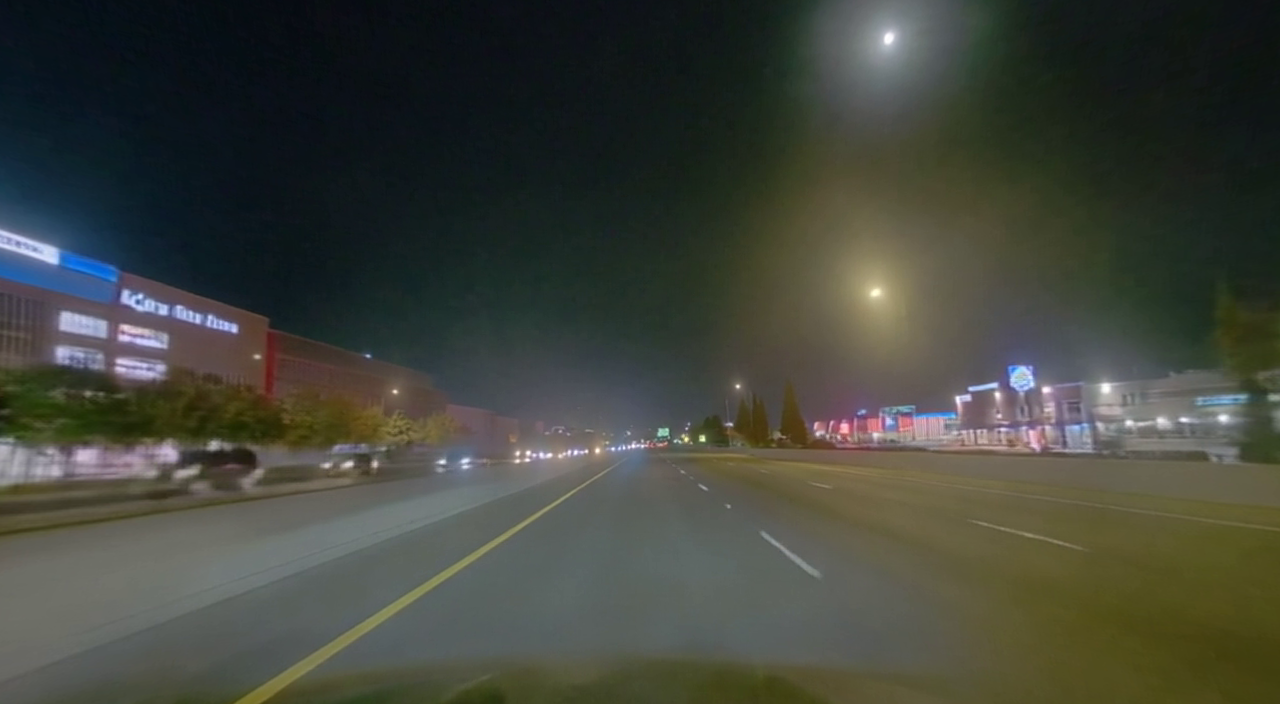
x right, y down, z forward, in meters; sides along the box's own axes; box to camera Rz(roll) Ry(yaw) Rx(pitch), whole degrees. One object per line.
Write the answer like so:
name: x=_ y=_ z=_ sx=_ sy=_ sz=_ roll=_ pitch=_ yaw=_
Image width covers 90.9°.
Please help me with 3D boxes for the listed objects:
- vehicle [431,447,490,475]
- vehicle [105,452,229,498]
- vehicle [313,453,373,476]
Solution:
vehicle: x=-10.592 y=6.427 z=37.565 sx=2.021 sy=1.503 sz=4.874 roll=0 pitch=-9 yaw=0
vehicle: x=-19.165 y=4.951 z=25.824 sx=2.005 sy=1.665 sz=4.018 roll=0 pitch=-9 yaw=-1
vehicle: x=-21.074 y=7.994 z=44.996 sx=1.912 sy=1.479 sz=4.749 roll=0 pitch=-9 yaw=1
